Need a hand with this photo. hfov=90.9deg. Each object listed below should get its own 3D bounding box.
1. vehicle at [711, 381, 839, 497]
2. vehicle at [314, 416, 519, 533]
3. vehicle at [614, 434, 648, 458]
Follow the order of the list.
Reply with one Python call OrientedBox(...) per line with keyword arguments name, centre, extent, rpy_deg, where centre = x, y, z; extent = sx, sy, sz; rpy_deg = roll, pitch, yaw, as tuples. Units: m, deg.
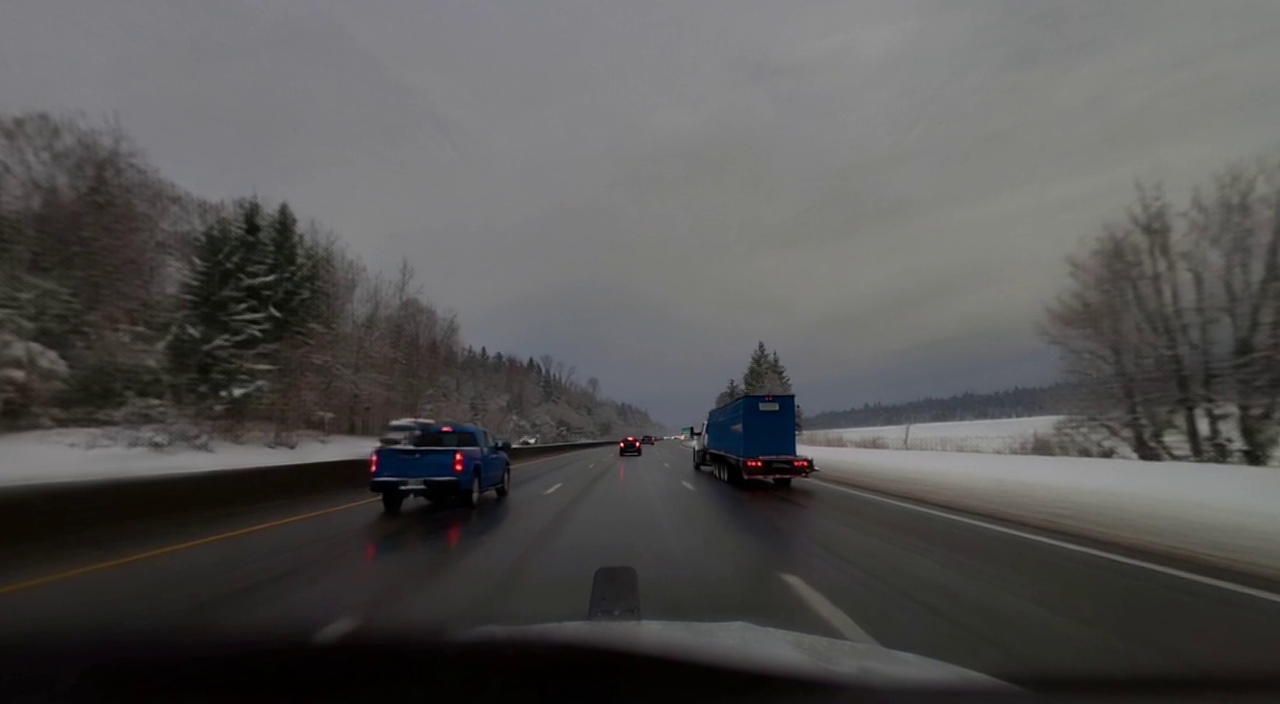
OrientedBox(name="vehicle", centre=(3.230, 2.196, 16.070), extent=(2.256, 2.568, 4.049), rpy_deg=(0, -8, -1))
OrientedBox(name="vehicle", centre=(-3.459, 1.959, 10.743), extent=(2.008, 1.588, 4.147), rpy_deg=(0, -8, -1))
OrientedBox(name="vehicle", centre=(-0.553, 6.324, 42.724), extent=(2.195, 1.529, 4.572), rpy_deg=(0, -8, 0))
